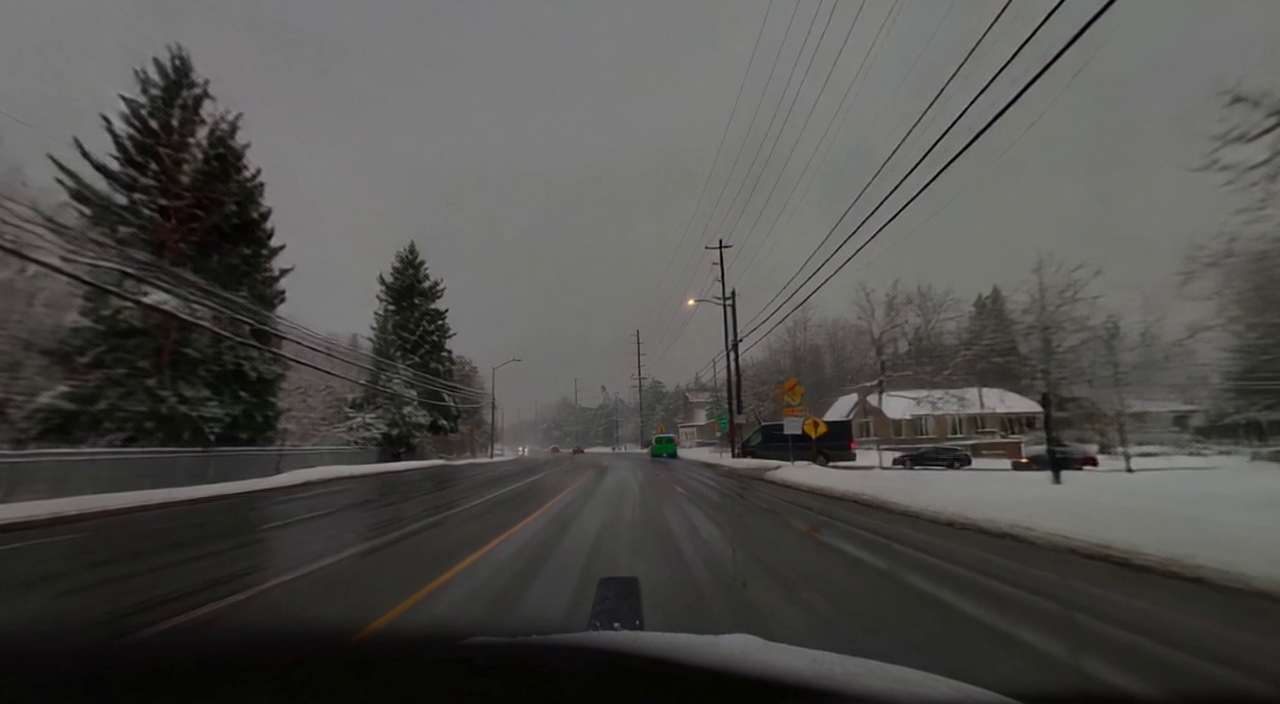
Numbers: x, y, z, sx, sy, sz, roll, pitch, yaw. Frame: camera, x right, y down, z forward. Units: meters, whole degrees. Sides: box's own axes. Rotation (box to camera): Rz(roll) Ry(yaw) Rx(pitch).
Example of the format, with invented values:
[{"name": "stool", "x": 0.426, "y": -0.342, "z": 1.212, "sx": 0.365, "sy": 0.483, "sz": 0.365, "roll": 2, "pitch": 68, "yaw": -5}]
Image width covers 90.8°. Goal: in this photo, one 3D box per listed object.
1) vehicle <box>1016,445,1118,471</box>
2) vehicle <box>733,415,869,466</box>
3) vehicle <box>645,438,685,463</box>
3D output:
[{"name": "vehicle", "x": 24.278, "y": 6.030, "z": 36.003, "sx": 4.462, "sy": 1.449, "sz": 1.877, "roll": 0, "pitch": -8, "yaw": -2}, {"name": "vehicle", "x": 10.328, "y": 5.761, "z": 40.883, "sx": 7.877, "sy": 3.013, "sz": 2.916, "roll": -5, "pitch": -10, "yaw": 30}, {"name": "vehicle", "x": 1.543, "y": 6.304, "z": 40.521, "sx": 2.015, "sy": 1.467, "sz": 4.117, "roll": 1, "pitch": -8, "yaw": -6}]
